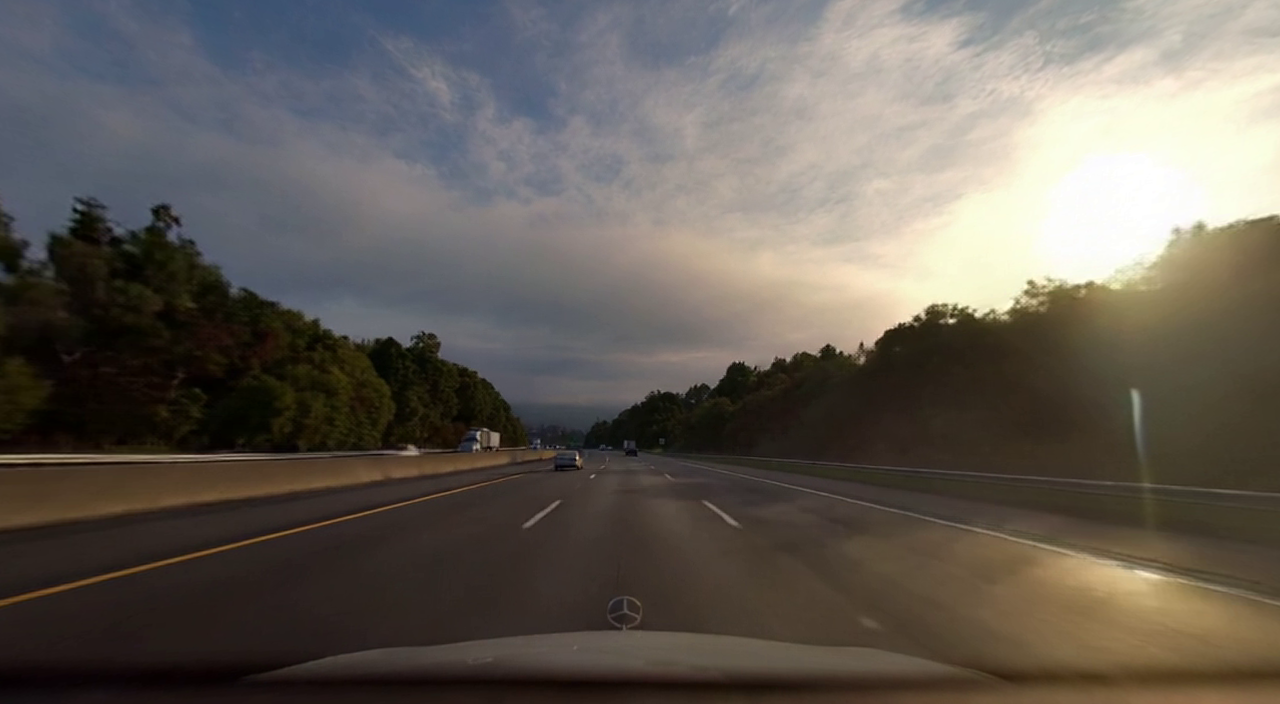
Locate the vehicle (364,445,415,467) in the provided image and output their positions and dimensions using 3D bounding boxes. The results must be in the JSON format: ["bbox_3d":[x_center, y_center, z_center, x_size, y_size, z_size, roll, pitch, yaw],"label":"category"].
[{"bbox_3d":[-17.704,7.374,44.763,1.871,1.500,4.448,0,-9,-1],"label":"vehicle"}]

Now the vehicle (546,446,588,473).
[{"bbox_3d":[-4.373,6.506,38.418,2.022,1.513,4.613,0,-9,0],"label":"vehicle"}]
